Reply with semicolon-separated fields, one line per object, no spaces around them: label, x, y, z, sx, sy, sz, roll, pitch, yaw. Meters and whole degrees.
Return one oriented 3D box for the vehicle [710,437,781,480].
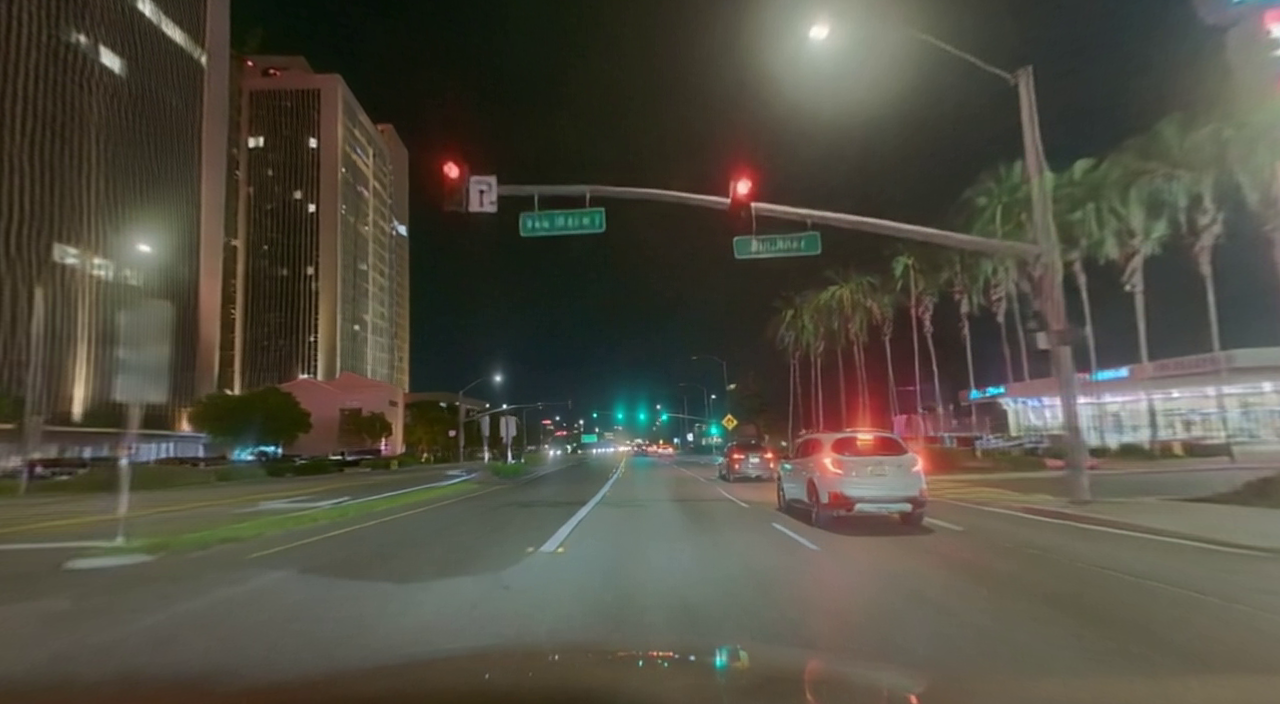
vehicle;3.869;3.991;23.962;1.870;1.467;4.800;0;-8;0

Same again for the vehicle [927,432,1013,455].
vehicle;21.587;6.000;41.320;4.532;1.477;1.914;-1;-8;3

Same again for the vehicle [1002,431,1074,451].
vehicle;29.286;6.581;46.528;1.759;1.440;4.112;4;-9;-24

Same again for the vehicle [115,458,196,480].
vehicle;-36.264;8.741;47.228;4.500;1.448;1.901;-1;-8;1

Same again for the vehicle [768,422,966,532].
vehicle;3.632;2.066;11.016;1.931;1.534;4.126;0;-8;1

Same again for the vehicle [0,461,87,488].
vehicle;-37.303;7.531;38.826;4.648;1.484;1.908;0;-8;1
